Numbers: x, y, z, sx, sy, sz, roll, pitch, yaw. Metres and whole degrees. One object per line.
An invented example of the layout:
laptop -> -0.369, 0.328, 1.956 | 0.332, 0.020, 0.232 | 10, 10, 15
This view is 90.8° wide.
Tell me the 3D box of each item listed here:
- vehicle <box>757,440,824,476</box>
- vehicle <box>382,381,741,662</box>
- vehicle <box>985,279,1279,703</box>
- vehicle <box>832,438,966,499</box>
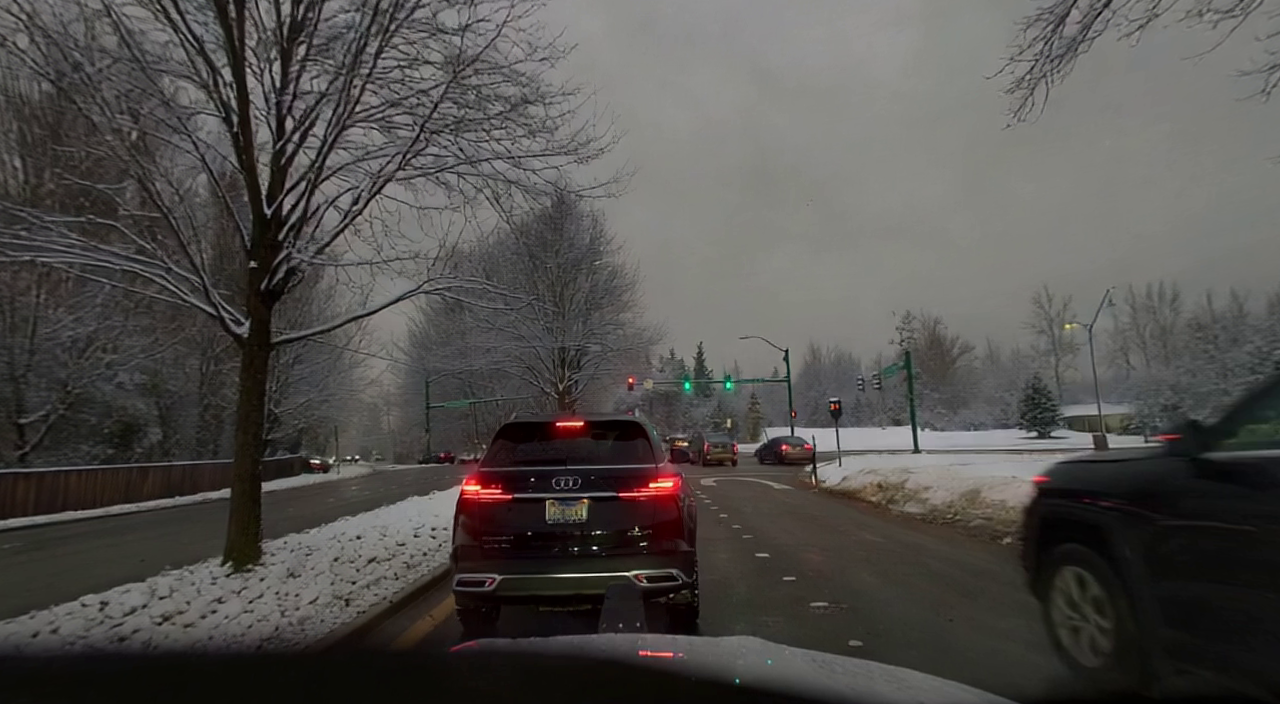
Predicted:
vehicle -> 6.696, 4.752, 28.646 | 1.917, 1.489, 4.625 | 0, -9, 0
vehicle -> -0.429, 1.353, 6.093 | 2.201, 1.709, 4.271 | 0, -9, 2
vehicle -> 3.428, 0.607, 1.659 | 2.200, 1.909, 4.853 | 0, -9, -1
vehicle -> 7.013, 3.186, 17.703 | 1.890, 1.489, 4.415 | 0, -9, 0
